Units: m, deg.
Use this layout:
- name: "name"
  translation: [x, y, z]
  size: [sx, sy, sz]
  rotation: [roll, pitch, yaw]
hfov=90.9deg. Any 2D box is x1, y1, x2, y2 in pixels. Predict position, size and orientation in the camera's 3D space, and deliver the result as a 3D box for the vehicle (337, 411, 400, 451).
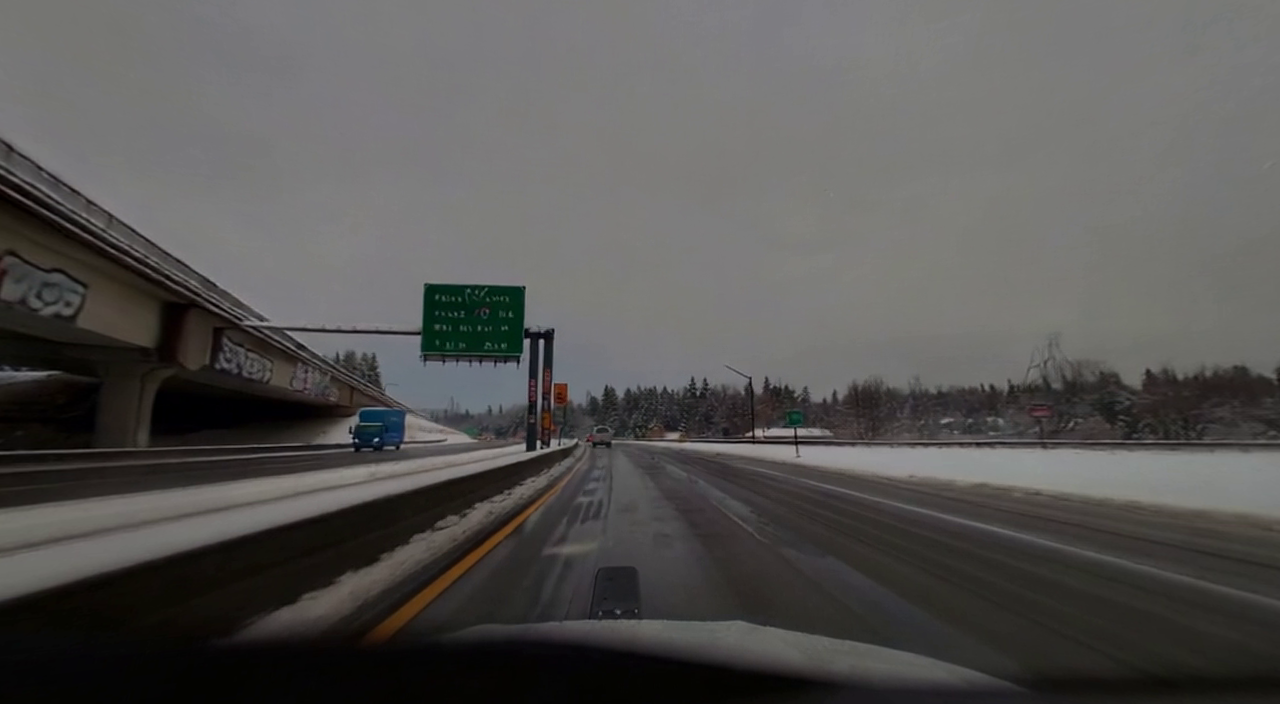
- name: "vehicle"
  translation: [-20.369, 5.986, 47.602]
  size: [2.354, 2.823, 5.911]
  rotation: [1, -8, -3]
